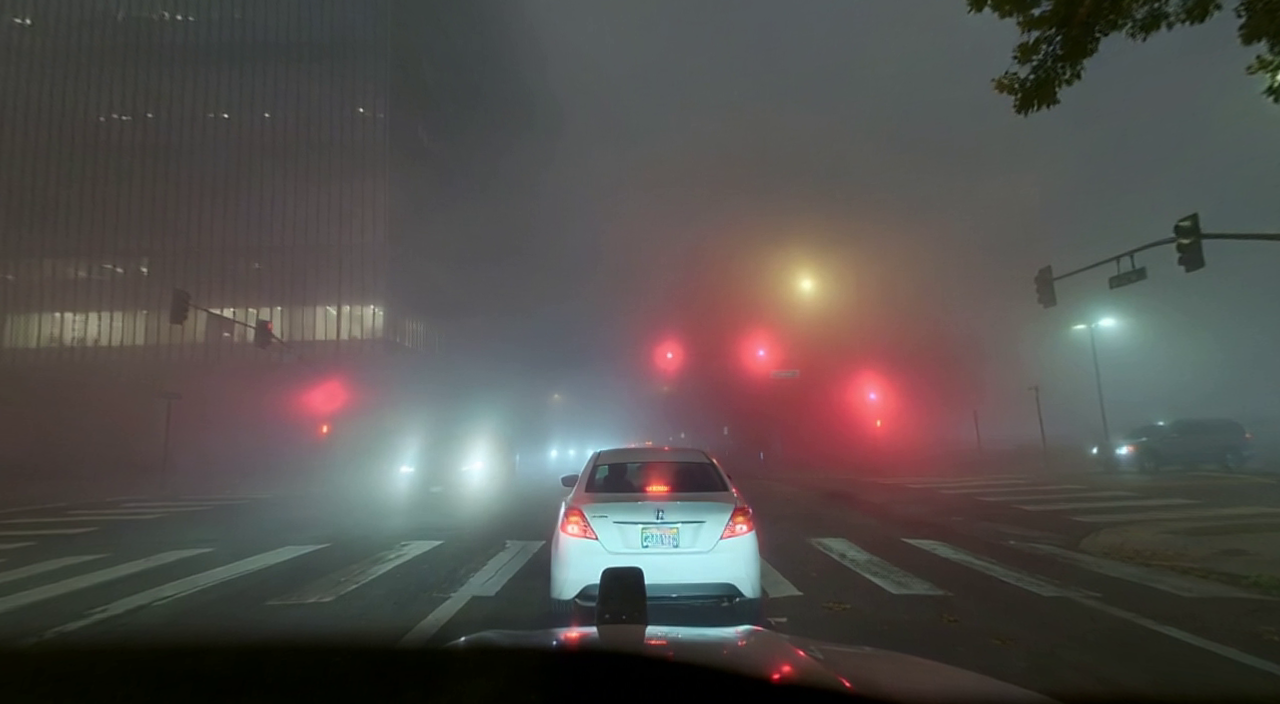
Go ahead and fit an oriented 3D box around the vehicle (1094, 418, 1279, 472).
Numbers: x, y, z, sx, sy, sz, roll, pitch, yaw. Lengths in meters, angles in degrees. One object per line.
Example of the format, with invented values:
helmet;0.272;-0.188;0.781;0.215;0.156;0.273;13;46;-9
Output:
vehicle;19.135;3.266;22.220;4.675;1.772;1.945;0;-8;0

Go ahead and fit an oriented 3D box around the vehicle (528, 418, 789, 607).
vehicle;-0.139;1.653;7.492;1.893;1.532;4.145;2;-9;-16

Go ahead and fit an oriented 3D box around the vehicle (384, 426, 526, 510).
vehicle;-4.329;2.791;15.659;2.006;1.756;4.599;0;-8;1
